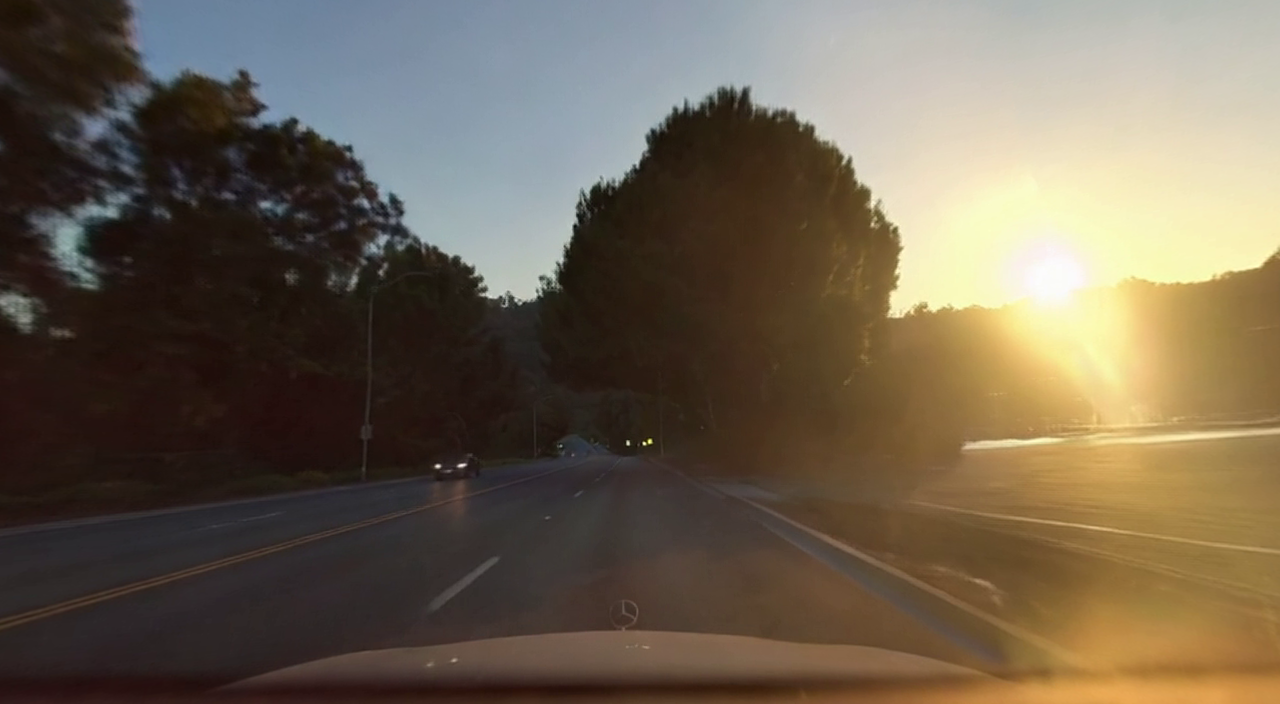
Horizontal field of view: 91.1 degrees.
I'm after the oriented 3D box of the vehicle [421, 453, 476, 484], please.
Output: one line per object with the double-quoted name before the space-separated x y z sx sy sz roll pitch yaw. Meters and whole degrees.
"vehicle" -10.091 6.160 33.441 1.766 1.473 3.795 -1 -9 -1
